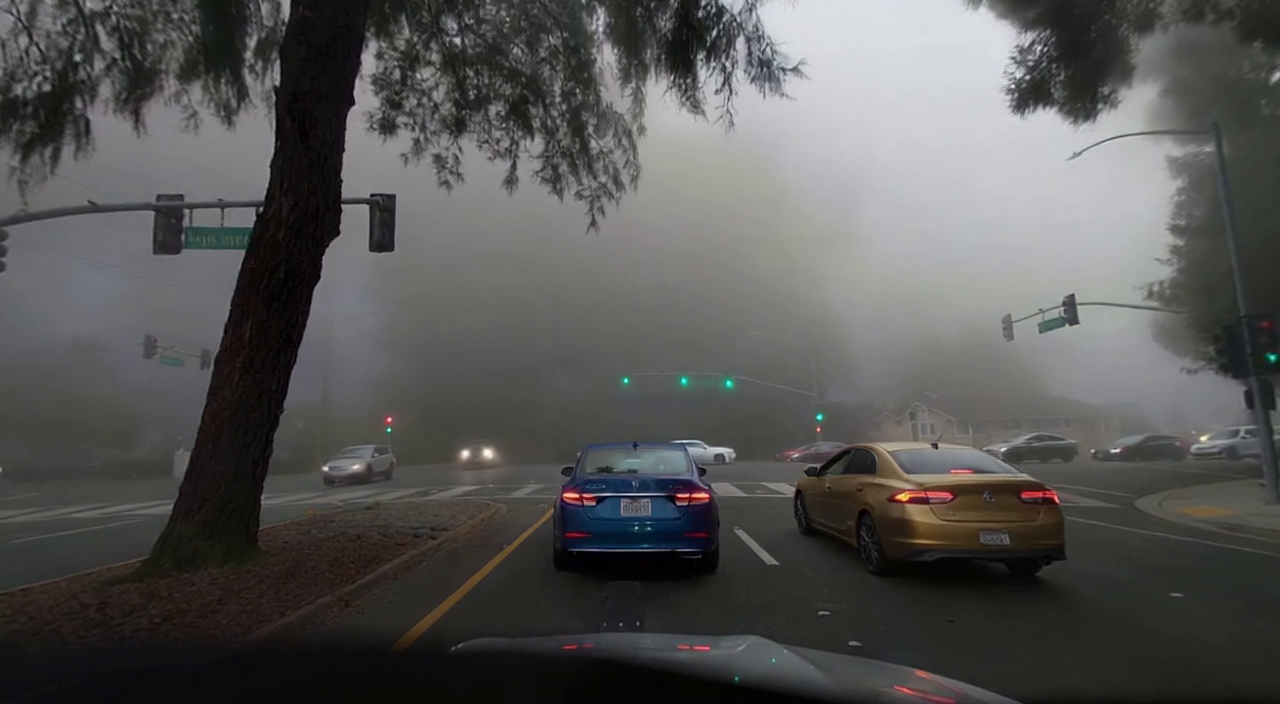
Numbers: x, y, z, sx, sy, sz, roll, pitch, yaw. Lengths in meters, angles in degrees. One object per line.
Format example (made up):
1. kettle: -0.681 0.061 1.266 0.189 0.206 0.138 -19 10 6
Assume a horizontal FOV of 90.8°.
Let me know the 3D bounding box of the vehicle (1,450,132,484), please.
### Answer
1. vehicle: -28.113 5.610 31.055 4.538 1.591 1.949 0 -8 1

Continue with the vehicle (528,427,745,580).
1. vehicle: -0.054 1.783 8.254 2.103 1.478 4.073 0 -8 -1

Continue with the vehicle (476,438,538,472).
1. vehicle: -7.421 5.787 35.779 2.383 1.779 4.973 0 -8 1

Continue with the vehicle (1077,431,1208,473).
1. vehicle: 23.992 4.773 30.299 4.520 1.762 2.005 -2 -8 -1

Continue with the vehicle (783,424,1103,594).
1. vehicle: 3.187 1.715 7.771 1.913 1.505 4.097 0 -8 0

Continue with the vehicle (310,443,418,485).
1. vehicle: -11.314 4.622 26.413 2.102 1.531 5.072 -1 -8 2

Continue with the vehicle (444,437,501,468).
1. vehicle: -10.973 6.634 41.822 2.376 1.916 4.899 0 -8 0

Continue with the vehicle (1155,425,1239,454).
1. vehicle: 41.712 6.579 47.343 4.388 2.079 1.960 0 -8 -2
